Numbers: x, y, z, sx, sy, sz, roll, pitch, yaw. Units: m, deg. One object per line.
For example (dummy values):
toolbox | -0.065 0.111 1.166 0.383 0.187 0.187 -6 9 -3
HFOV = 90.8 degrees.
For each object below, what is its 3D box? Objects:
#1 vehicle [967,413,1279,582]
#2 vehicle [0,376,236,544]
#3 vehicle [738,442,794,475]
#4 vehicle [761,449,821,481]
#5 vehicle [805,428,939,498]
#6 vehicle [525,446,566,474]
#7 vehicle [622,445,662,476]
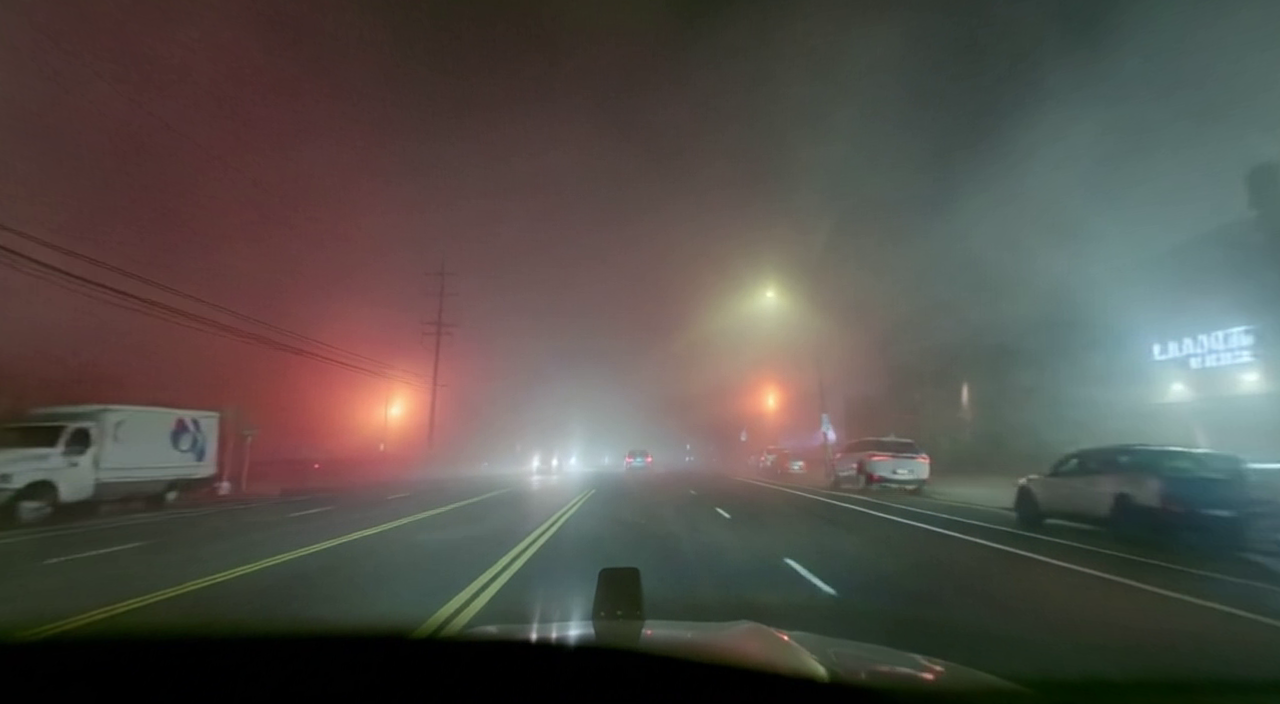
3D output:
vehicle | 7.909 2.074 10.118 2.188 1.897 5.794 0 -8 0
vehicle | -14.207 2.688 16.175 2.865 3.346 7.163 0 -8 0
vehicle | 7.640 6.508 38.950 2.188 1.903 5.324 0 -8 -2
vehicle | 7.719 5.796 32.680 1.833 1.475 4.648 0 -8 -2
vehicle | 7.633 3.721 21.684 2.370 2.022 5.918 0 -8 0
vehicle | -6.231 7.139 42.046 2.096 1.702 4.244 0 -8 0
vehicle | 0.070 5.942 34.839 2.067 1.547 4.513 0 -8 -1
